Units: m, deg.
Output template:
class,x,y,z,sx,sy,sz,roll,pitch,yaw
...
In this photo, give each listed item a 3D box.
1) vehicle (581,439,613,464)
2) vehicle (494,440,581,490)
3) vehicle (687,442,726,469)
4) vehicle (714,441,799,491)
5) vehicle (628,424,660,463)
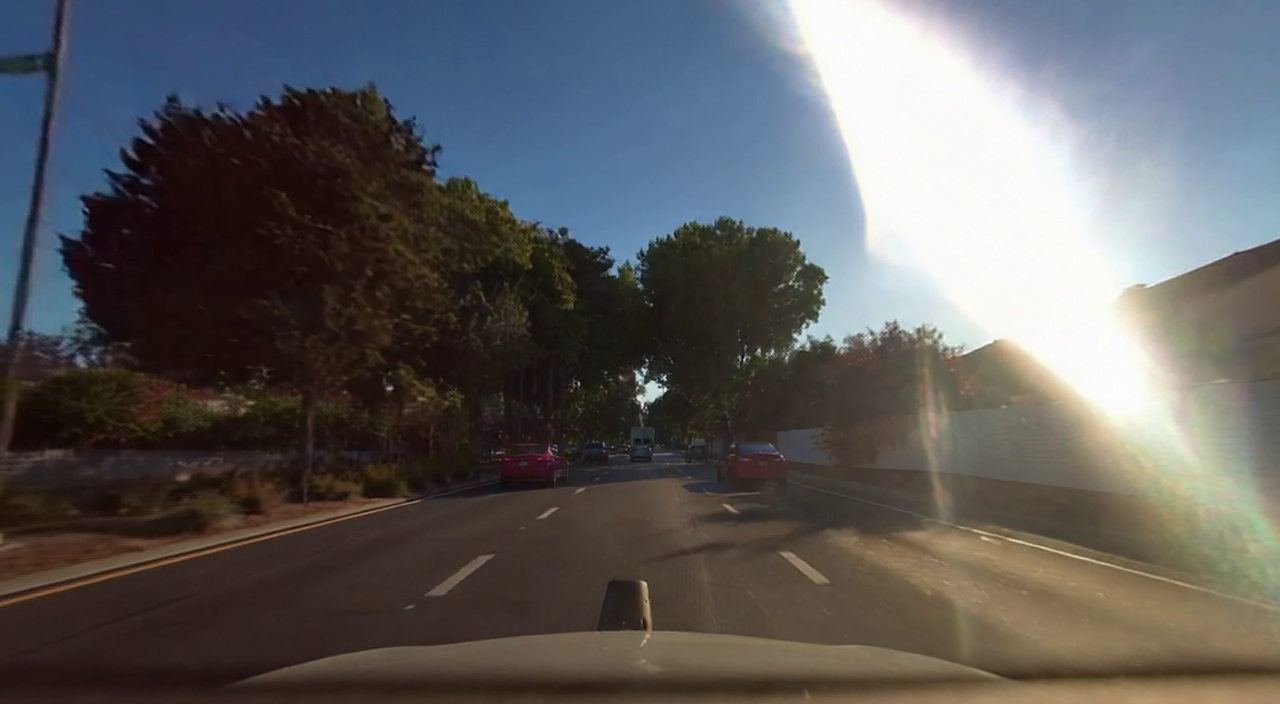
class,x,y,z,sx,sy,sz,roll,pitch,yaw
vehicle,-3.202,7.437,47.143,2.021,1.715,4.329,0,-8,1
vehicle,-3.309,3.730,21.225,2.036,1.474,4.647,0,-8,2
vehicle,4.089,6.443,39.288,1.905,1.520,4.340,1,-8,-1
vehicle,3.653,3.646,20.513,1.945,1.469,4.258,0,-8,0
vehicle,0.324,6.961,47.724,2.311,2.726,5.814,0,-8,1
